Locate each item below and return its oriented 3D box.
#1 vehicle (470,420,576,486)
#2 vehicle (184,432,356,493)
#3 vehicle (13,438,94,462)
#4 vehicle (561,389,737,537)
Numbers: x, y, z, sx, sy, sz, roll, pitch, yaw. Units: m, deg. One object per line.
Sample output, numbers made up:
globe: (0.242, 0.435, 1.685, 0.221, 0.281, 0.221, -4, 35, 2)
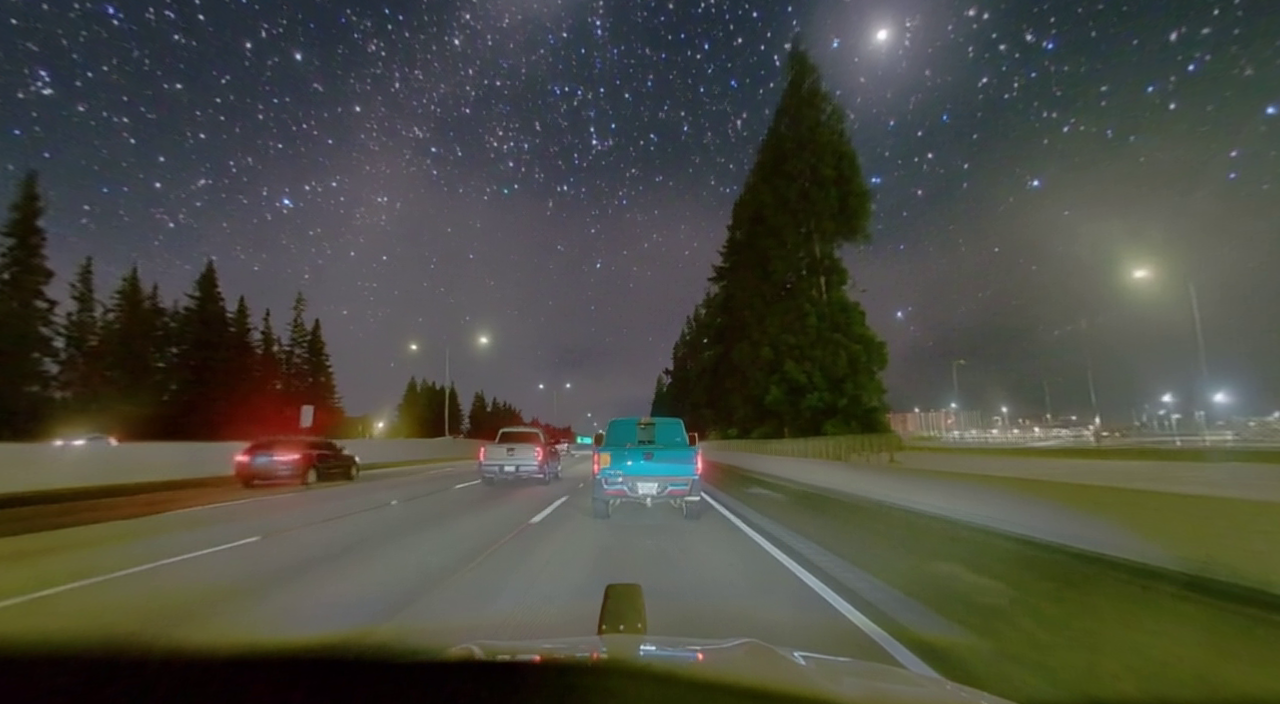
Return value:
vehicle: (-3.792, 3.446, 21.738, 2.486, 1.962, 5.525, -1, -8, 1)
vehicle: (-10.393, 3.136, 18.279, 2.002, 1.484, 4.798, 0, -8, 1)
vehicle: (-34.739, 5.802, 37.437, 1.487, 1.362, 3.342, -1, -8, 1)
vehicle: (0.120, 1.867, 11.071, 2.395, 2.013, 4.734, 0, -8, 0)
